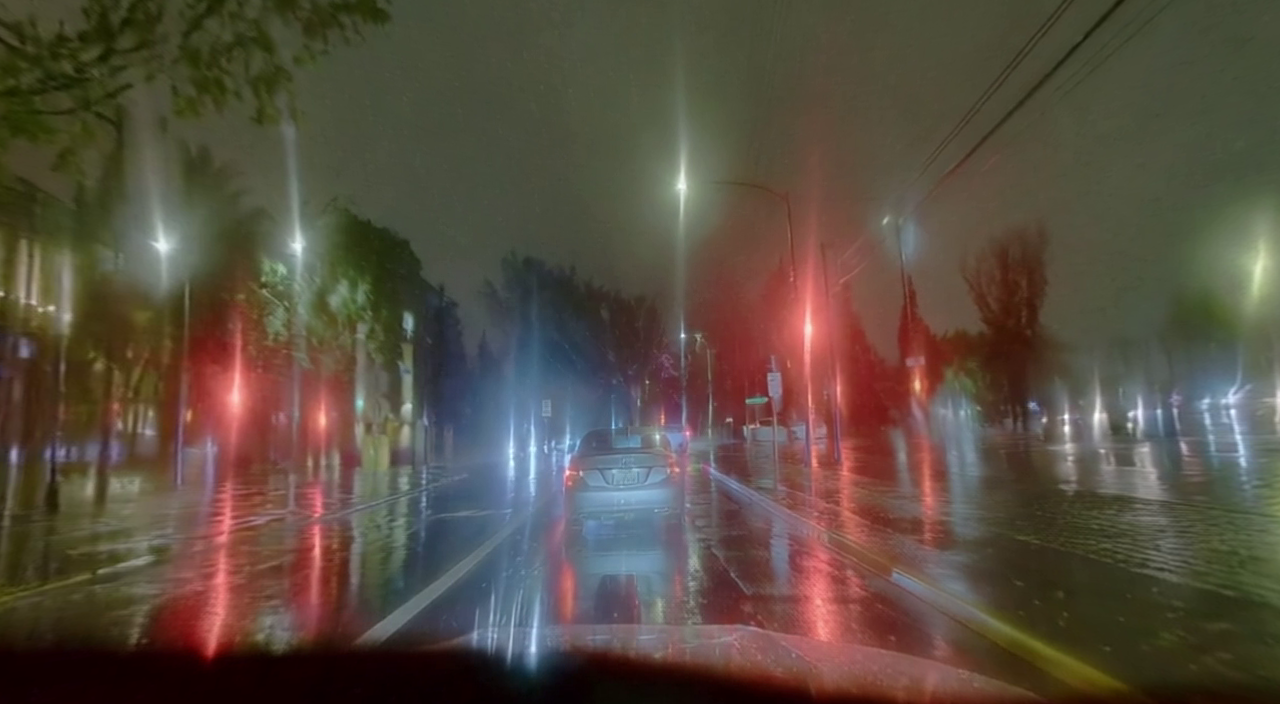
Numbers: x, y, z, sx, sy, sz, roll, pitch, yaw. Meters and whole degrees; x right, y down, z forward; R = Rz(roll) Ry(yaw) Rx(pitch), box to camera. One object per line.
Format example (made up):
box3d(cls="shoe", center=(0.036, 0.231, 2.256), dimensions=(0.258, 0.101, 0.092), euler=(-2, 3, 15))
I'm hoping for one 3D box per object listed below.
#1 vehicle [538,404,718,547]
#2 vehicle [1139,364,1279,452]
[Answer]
box3d(cls="vehicle", center=(-0.121, 1.760, 9.510), dimensions=(2.142, 1.686, 3.816), euler=(-1, -8, 1))
box3d(cls="vehicle", center=(14.494, 1.320, 14.499), dimensions=(4.104, 1.886, 1.939), euler=(-2, -8, 9))
